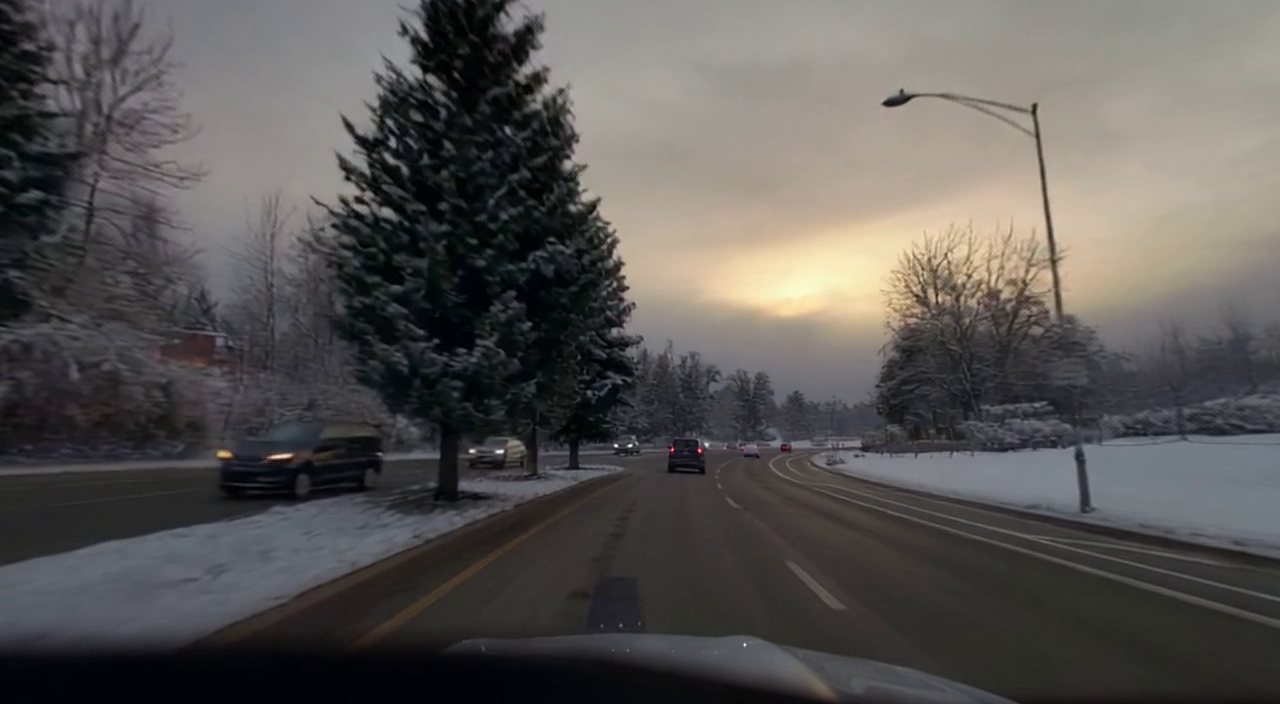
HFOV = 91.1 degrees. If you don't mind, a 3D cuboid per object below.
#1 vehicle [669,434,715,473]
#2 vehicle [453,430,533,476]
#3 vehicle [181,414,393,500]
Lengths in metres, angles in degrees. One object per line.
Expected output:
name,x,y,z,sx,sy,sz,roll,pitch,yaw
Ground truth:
vehicle,2.924,5.526,34.410,2.072,2.002,4.391,-1,-9,10
vehicle,-6.489,4.532,28.392,1.975,1.853,4.600,-1,-9,8
vehicle,-8.619,2.634,16.061,2.331,1.838,4.865,-1,-8,4
